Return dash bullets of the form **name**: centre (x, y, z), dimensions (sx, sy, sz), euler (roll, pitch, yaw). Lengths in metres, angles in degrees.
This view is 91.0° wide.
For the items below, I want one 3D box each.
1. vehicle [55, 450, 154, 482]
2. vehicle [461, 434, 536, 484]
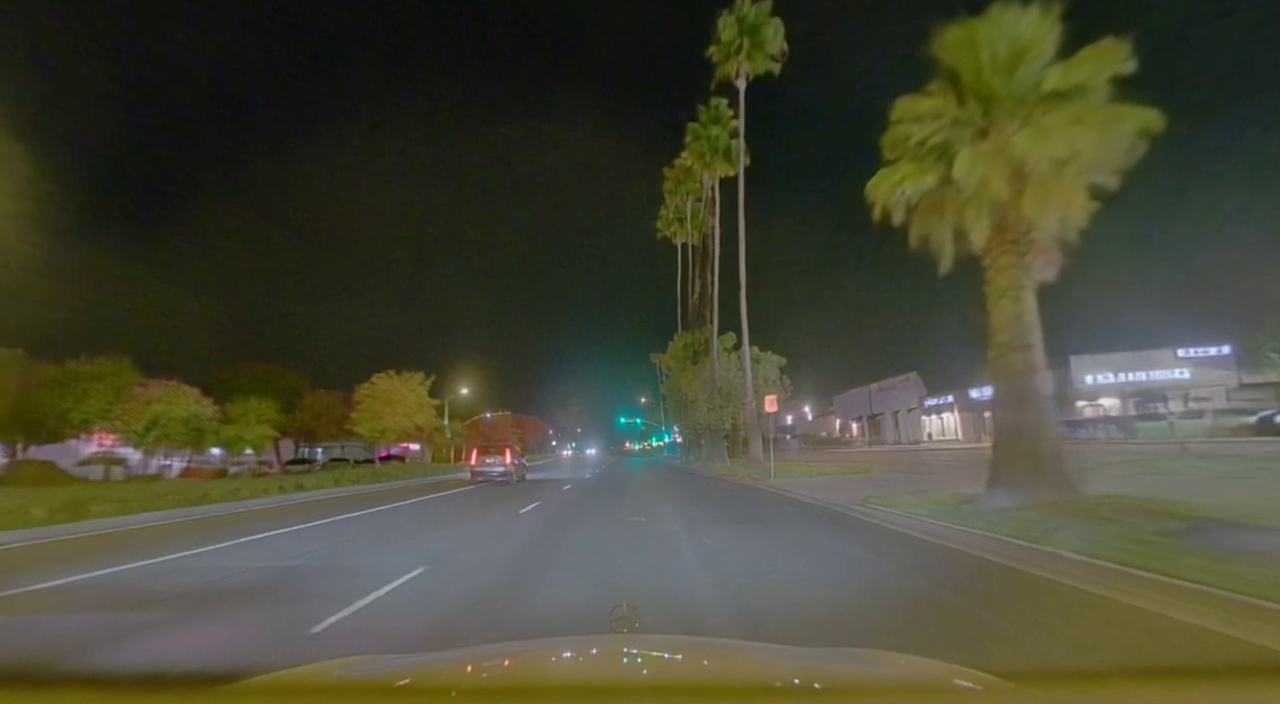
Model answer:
- **vehicle**: centre (-34.401, 7.276, 40.479), dimensions (4.863, 1.903, 2.481), euler (-3, -9, 18)
- **vehicle**: centre (-5.661, 4.339, 25.770), dimensions (2.136, 1.844, 4.363), euler (0, -8, -2)
